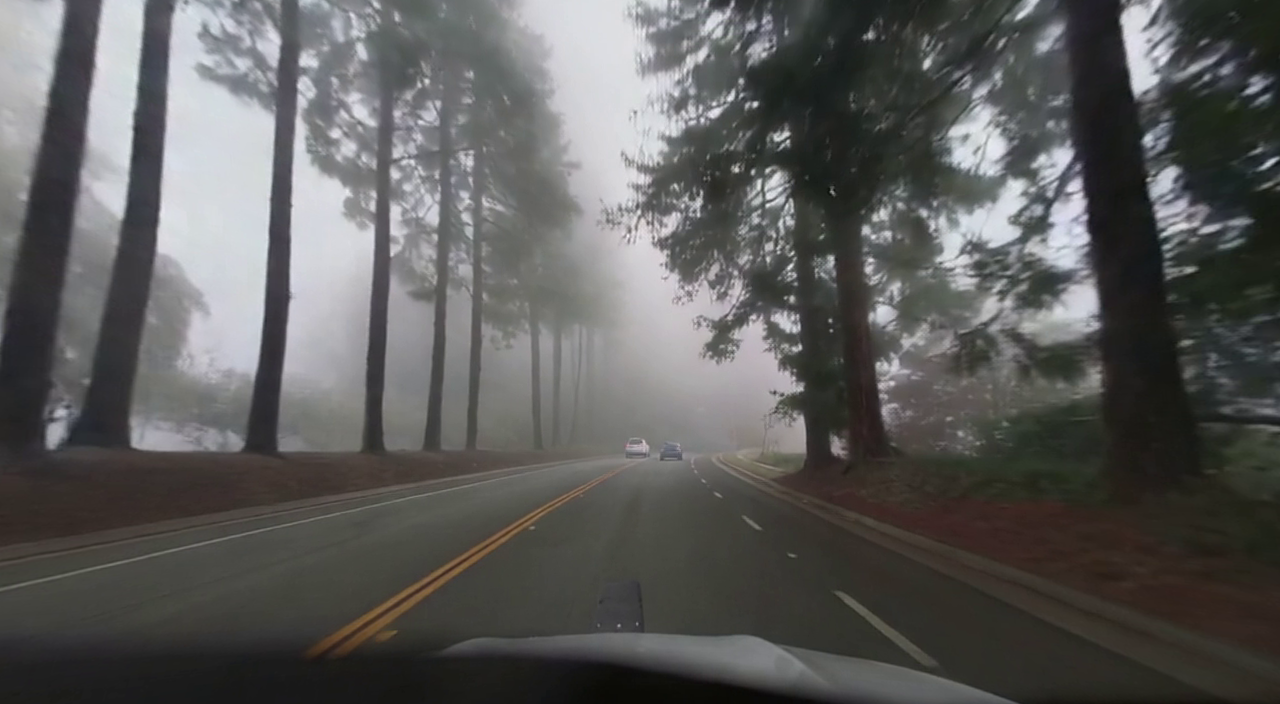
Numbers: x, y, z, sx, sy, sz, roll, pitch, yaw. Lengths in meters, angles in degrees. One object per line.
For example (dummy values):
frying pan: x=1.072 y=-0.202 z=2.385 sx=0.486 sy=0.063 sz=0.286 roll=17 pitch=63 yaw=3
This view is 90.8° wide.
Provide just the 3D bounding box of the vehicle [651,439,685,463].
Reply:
vehicle: x=1.857 y=6.410 z=40.935 sx=2.071 sy=1.474 sz=4.047 roll=-1 pitch=-8 yaw=5
